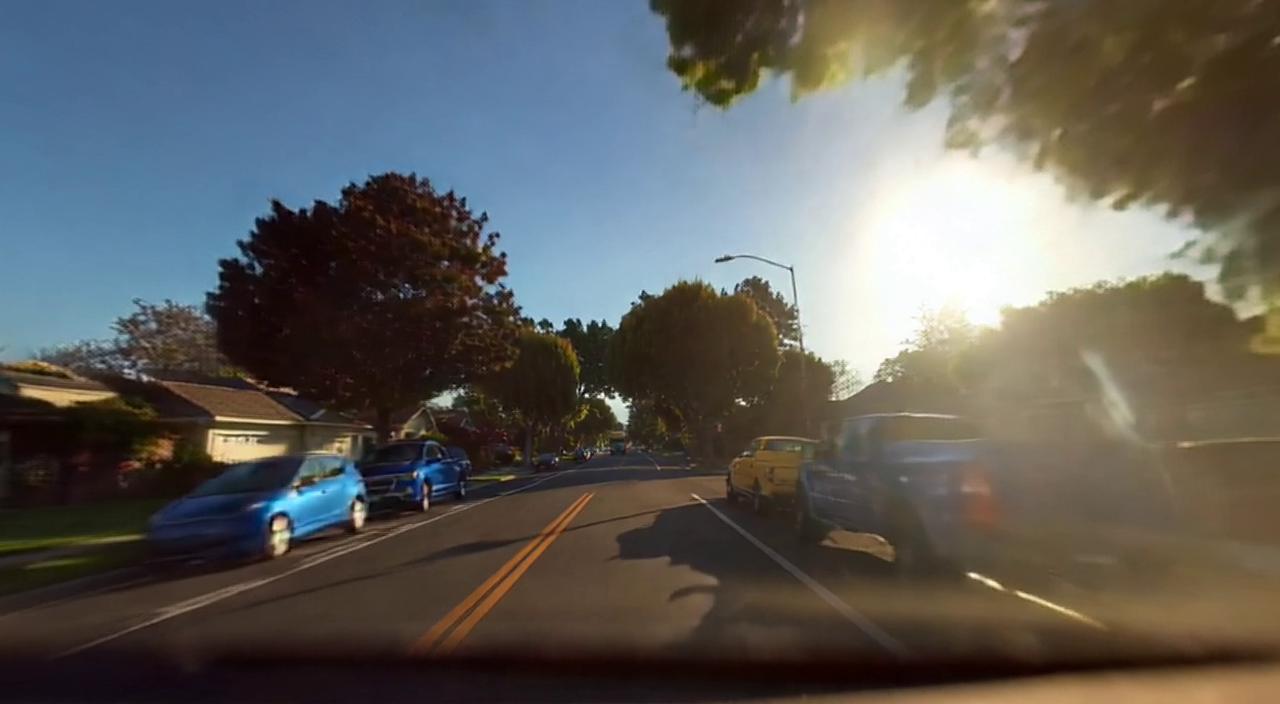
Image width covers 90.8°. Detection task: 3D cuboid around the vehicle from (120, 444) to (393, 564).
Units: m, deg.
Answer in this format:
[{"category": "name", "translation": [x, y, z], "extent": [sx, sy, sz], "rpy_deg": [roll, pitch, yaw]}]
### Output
[{"category": "vehicle", "translation": [-6.860, 2.714, 12.260], "extent": [2.005, 1.785, 5.179], "rpy_deg": [-1, -9, 0]}]

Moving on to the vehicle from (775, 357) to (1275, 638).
[{"category": "vehicle", "translation": [3.443, 1.492, 7.565], "extent": [2.332, 2.044, 5.695], "rpy_deg": [0, -9, 0]}]

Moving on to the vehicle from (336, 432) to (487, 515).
[{"category": "vehicle", "translation": [-6.532, 3.540, 19.025], "extent": [2.302, 2.059, 5.758], "rpy_deg": [-1, -9, 1]}]
